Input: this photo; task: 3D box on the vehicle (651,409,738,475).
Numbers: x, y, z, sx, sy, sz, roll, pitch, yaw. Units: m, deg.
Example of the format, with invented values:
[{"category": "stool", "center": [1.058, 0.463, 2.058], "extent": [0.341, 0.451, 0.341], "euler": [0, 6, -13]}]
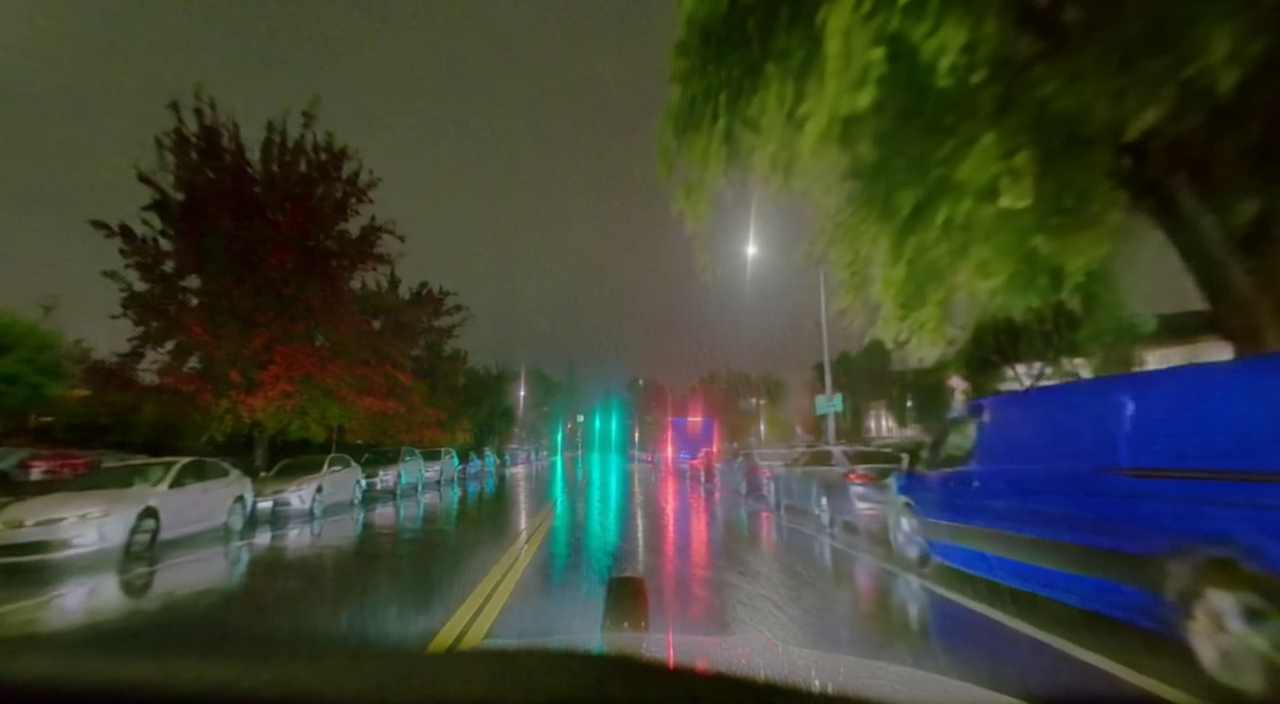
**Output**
[{"category": "vehicle", "center": [2.465, 4.428, 31.142], "extent": [3.089, 2.882, 6.770], "euler": [1, -8, -5]}]

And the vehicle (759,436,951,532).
[{"category": "vehicle", "center": [3.729, 2.334, 11.918], "extent": [1.804, 1.453, 4.462], "euler": [1, -8, -4]}]

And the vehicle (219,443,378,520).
[{"category": "vehicle", "center": [-7.814, 2.935, 14.912], "extent": [1.775, 1.433, 4.011], "euler": [-1, -7, -4]}]

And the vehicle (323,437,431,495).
[{"category": "vehicle", "center": [-8.277, 3.568, 20.294], "extent": [1.874, 1.607, 4.174], "euler": [0, -8, -4]}]

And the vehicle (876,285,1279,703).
[{"category": "vehicle", "center": [4.109, 0.914, 4.336], "extent": [2.309, 2.035, 6.647], "euler": [0, -8, -1]}]

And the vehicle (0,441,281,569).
[{"category": "vehicle", "center": [-7.580, 2.138, 9.719], "extent": [1.950, 1.489, 4.214], "euler": [0, -8, -6]}]
